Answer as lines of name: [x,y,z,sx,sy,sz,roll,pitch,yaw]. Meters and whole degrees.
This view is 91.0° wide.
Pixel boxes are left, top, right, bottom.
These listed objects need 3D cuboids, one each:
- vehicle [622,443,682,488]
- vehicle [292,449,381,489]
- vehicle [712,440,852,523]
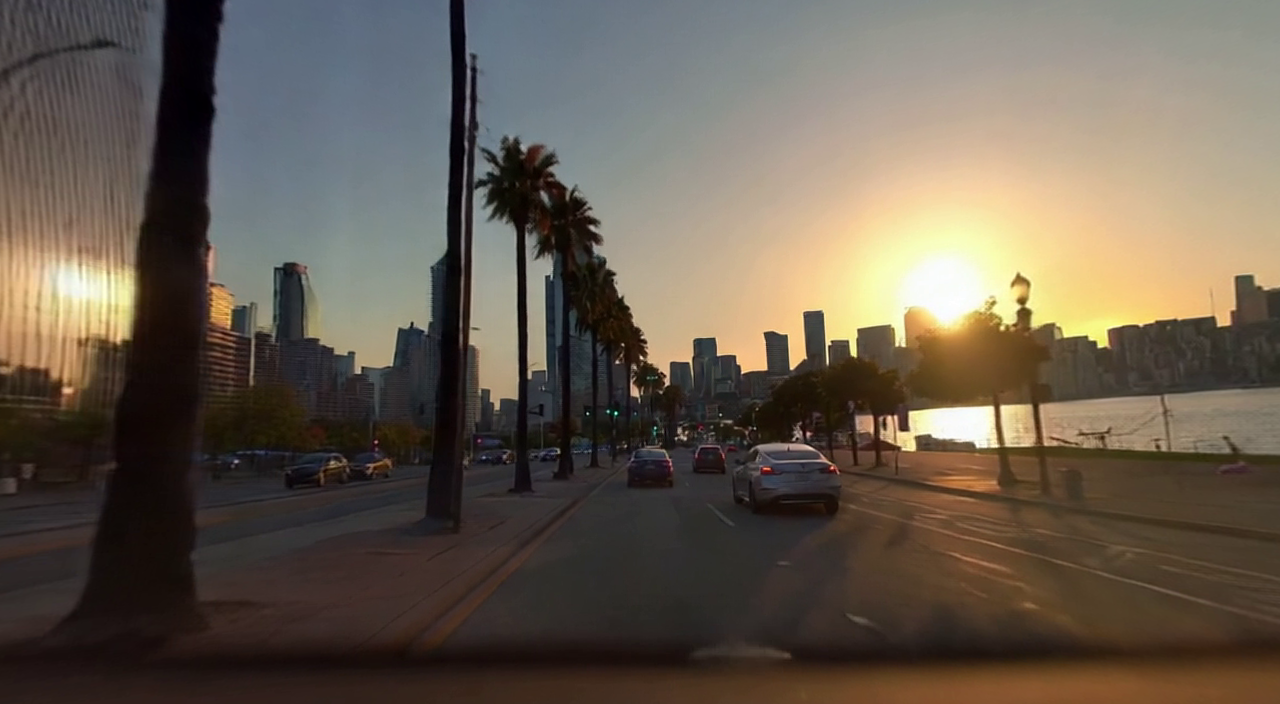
vehicle: [0.508,4.246,23.829,2.077,1.518,3.760,-1,-9,3]
vehicle: [-15.516,5.974,32.589,2.048,1.830,5.136,-1,-9,0]
vehicle: [2.883,2.761,14.068,2.051,1.509,4.933,0,-9,1]
